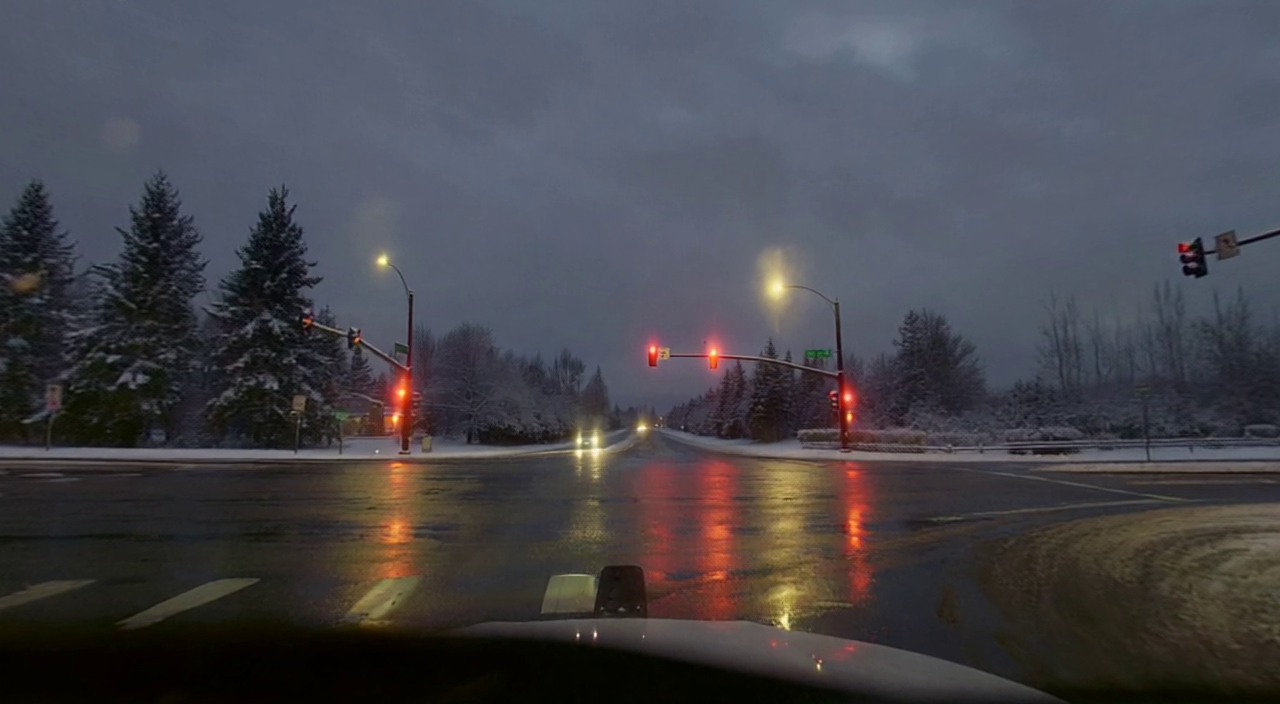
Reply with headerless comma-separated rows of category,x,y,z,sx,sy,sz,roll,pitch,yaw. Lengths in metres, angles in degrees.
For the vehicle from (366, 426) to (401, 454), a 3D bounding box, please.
vehicle,-20.001,6.861,48.868,1.873,2.079,2.879,5,-10,-33
